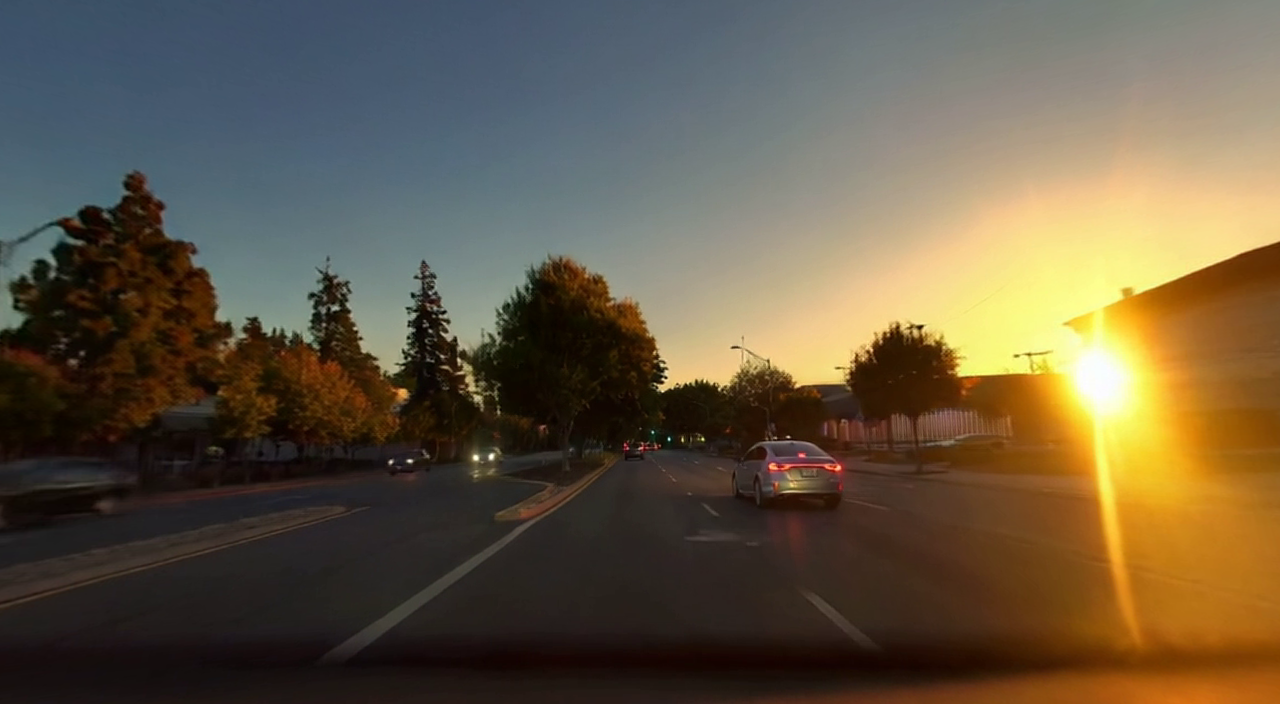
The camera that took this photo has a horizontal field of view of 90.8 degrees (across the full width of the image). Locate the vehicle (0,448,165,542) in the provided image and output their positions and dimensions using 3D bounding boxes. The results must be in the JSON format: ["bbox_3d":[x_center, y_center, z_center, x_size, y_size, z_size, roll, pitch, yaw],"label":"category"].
[{"bbox_3d":[-12.440,2.771,12.671,2.044,1.631,4.777,0,-8,0],"label":"vehicle"}]

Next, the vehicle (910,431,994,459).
[{"bbox_3d":[19.979,5.943,40.559,4.376,1.735,1.854,0,-8,-2],"label":"vehicle"}]

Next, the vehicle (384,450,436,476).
[{"bbox_3d":[-16.662,8.011,46.004,2.032,1.728,4.633,0,-8,0],"label":"vehicle"}]

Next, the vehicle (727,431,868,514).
[{"bbox_3d":[3.456,2.739,14.933,1.995,1.616,4.729,0,-8,-2],"label":"vehicle"}]

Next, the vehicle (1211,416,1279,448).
[{"bbox_3d":[39.263,5.053,39.894,4.356,1.913,2.003,0,-8,-2],"label":"vehicle"}]

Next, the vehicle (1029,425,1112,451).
[{"bbox_3d":[32.350,6.456,47.548,4.597,1.886,2.143,0,-8,0],"label":"vehicle"}]
